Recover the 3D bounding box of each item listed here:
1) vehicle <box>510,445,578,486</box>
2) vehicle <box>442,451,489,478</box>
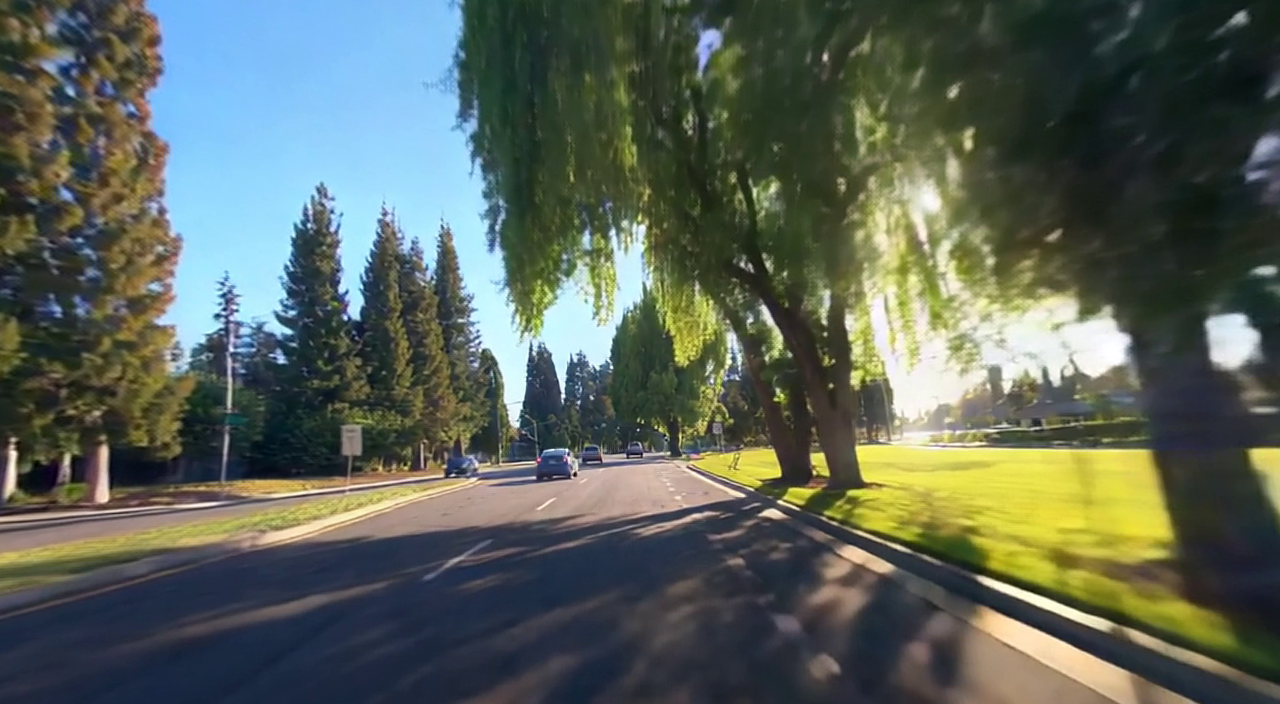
[{"bbox_3d":[-3.592,4.297,24.331,1.932,1.431,4.144,0,-8,1],"label":"vehicle"},{"bbox_3d":[-11.917,7.684,43.393,1.988,1.660,4.317,0,-8,0],"label":"vehicle"}]
